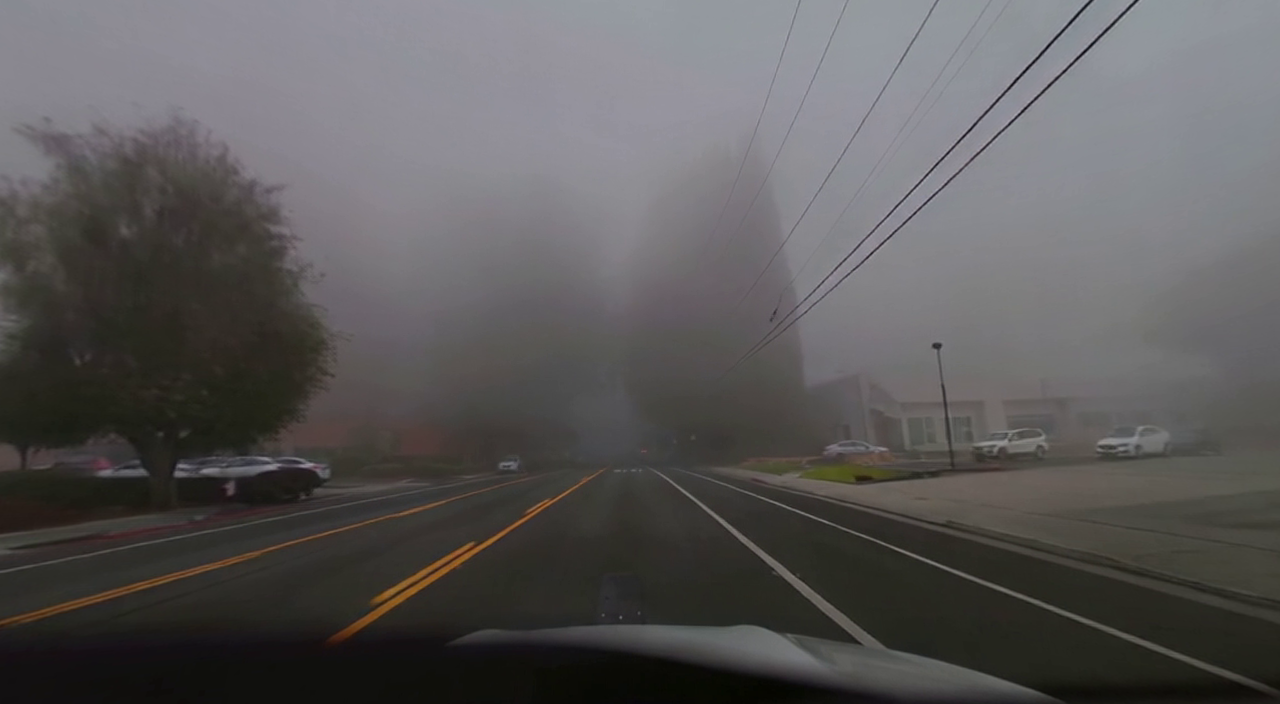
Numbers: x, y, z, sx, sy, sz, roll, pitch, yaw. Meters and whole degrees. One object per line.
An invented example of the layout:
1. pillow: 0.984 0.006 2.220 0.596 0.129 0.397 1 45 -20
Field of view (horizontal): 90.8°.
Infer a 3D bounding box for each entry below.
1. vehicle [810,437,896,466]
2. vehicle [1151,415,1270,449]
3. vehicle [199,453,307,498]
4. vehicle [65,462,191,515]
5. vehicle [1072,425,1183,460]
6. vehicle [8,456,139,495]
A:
1. vehicle: 12.743 5.964 37.838 4.554 1.668 1.974 -5 -10 28
2. vehicle: 31.546 4.498 35.122 4.497 1.562 1.878 -9 -11 32
3. vehicle: -16.595 5.239 27.096 4.311 1.746 1.984 -5 -10 29
4. vehicle: -17.356 4.524 21.369 4.708 1.472 1.994 -6 -11 35
5. vehicle: 22.298 4.149 28.875 4.750 1.505 1.928 4 -10 -25
6. vehicle: -27.722 6.028 31.136 4.417 1.747 1.954 5 -10 -33
